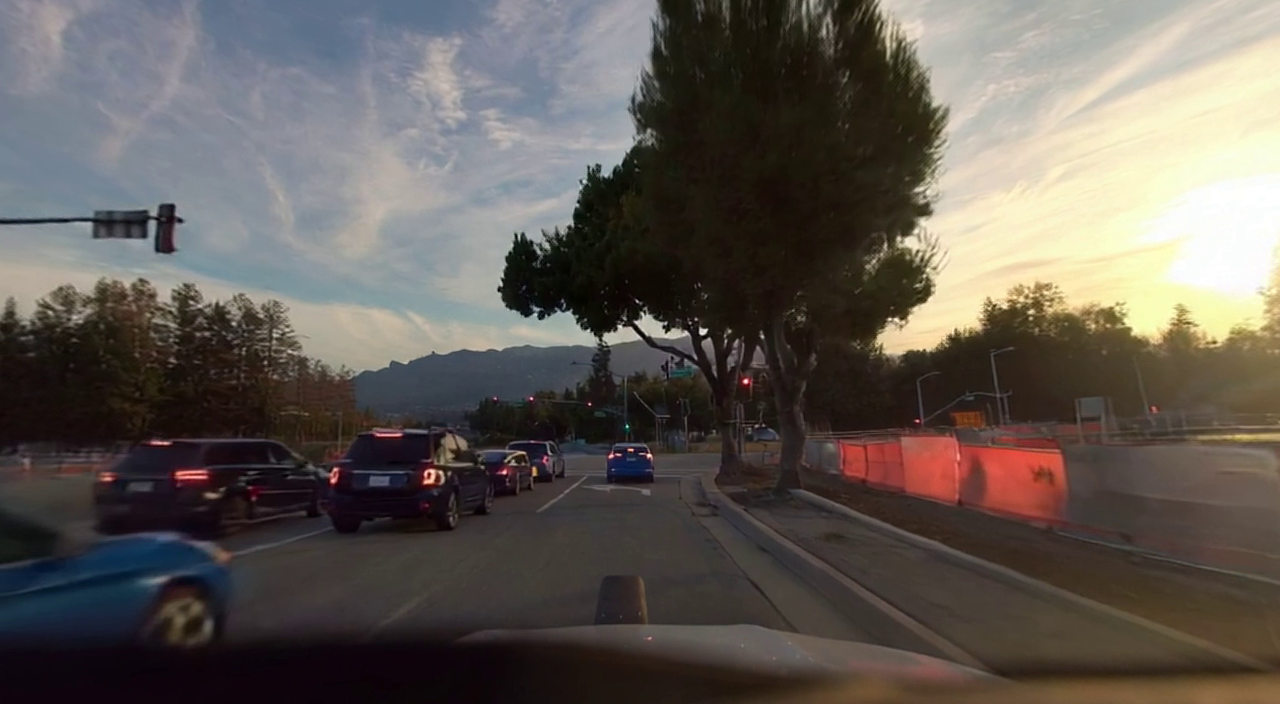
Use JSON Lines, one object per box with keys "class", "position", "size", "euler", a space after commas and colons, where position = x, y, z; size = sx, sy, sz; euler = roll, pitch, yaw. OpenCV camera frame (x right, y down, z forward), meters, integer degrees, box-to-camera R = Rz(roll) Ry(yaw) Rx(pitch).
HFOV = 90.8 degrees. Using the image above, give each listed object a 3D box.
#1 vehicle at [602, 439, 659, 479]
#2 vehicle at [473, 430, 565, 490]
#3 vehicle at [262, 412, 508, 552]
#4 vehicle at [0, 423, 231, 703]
{"class": "vehicle", "position": [-0.353, 4.451, 26.405], "size": [2.183, 1.506, 4.286], "euler": [0, -9, 0]}
{"class": "vehicle", "position": [-4.107, 3.787, 22.432], "size": [2.240, 1.844, 5.043], "euler": [0, -9, 0]}
{"class": "vehicle", "position": [-3.997, 2.138, 11.093], "size": [2.236, 1.886, 4.792], "euler": [0, -9, 1]}
{"class": "vehicle", "position": [-3.242, 0.889, 1.329], "size": [2.042, 1.441, 4.172], "euler": [-2, -9, -1]}
